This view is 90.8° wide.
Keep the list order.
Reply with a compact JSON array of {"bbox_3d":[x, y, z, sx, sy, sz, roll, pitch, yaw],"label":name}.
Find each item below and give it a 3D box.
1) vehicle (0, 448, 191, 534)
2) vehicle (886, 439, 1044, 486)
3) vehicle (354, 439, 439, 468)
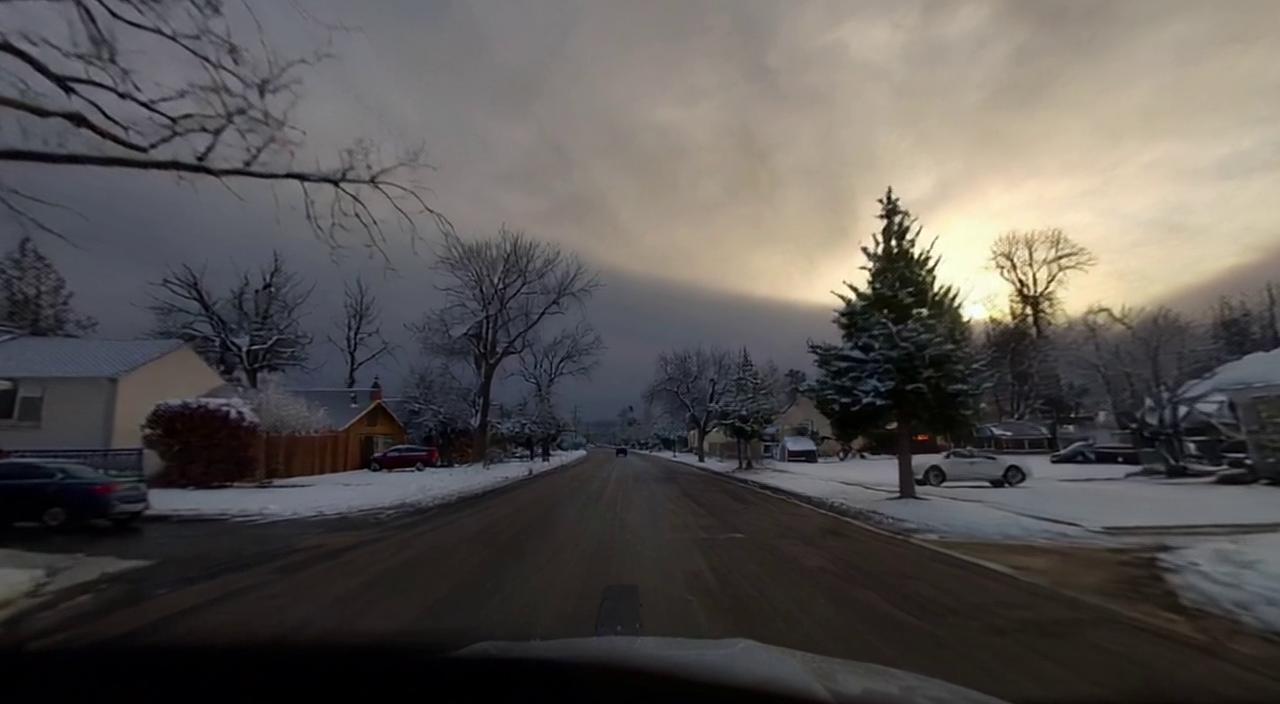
[{"bbox_3d":[-13.596,3.120,14.515,4.887,1.788,2.006,1,-8,-4],"label":"vehicle"},{"bbox_3d":[11.509,3.917,22.576,4.626,1.541,1.866,1,-9,-3],"label":"vehicle"},{"bbox_3d":[-13.780,5.806,36.032,4.265,1.569,1.984,2,-9,-15],"label":"vehicle"}]
